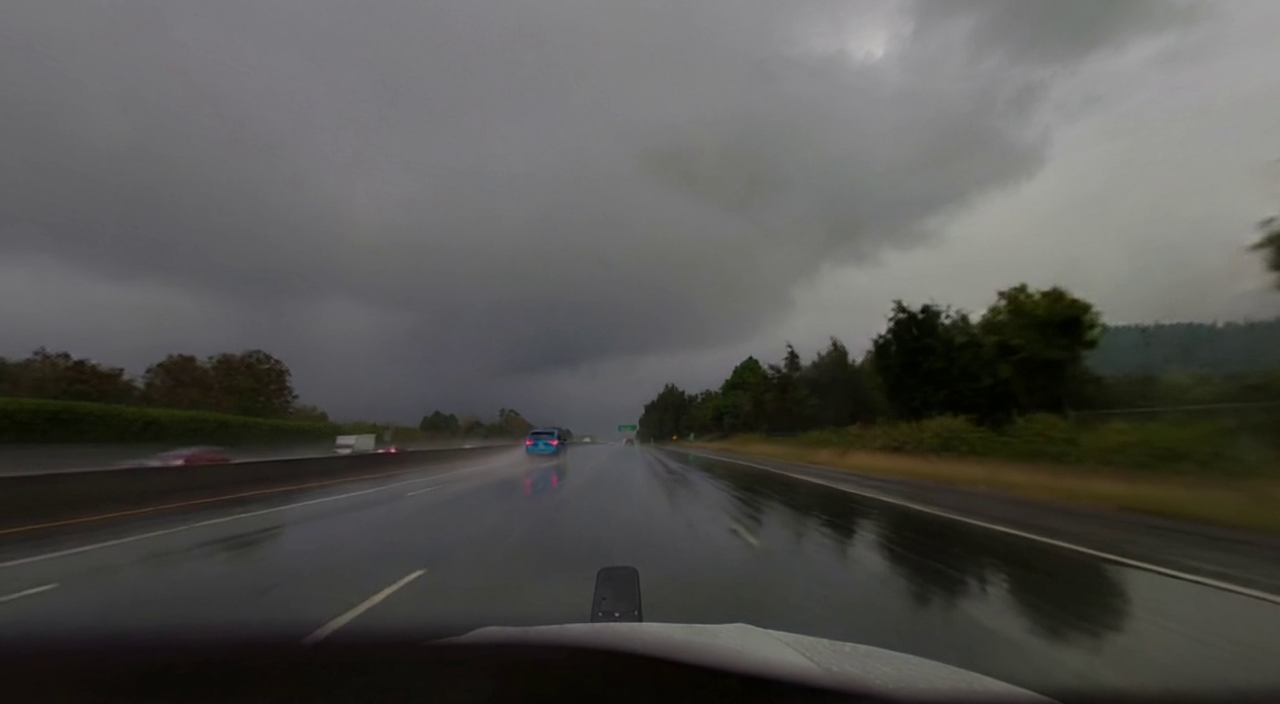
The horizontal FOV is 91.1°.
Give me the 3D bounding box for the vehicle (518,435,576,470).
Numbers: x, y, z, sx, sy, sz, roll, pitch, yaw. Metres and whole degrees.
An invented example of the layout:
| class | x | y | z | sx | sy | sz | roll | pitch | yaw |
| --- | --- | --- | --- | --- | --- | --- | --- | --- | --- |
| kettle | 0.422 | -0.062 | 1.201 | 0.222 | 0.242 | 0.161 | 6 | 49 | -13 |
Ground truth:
| class | x | y | z | sx | sy | sz | roll | pitch | yaw |
| --- | --- | --- | --- | --- | --- | --- | --- | --- | --- |
| vehicle | -4.251 | 4.660 | 29.489 | 2.063 | 1.496 | 4.225 | 0 | -8 | 0 |
